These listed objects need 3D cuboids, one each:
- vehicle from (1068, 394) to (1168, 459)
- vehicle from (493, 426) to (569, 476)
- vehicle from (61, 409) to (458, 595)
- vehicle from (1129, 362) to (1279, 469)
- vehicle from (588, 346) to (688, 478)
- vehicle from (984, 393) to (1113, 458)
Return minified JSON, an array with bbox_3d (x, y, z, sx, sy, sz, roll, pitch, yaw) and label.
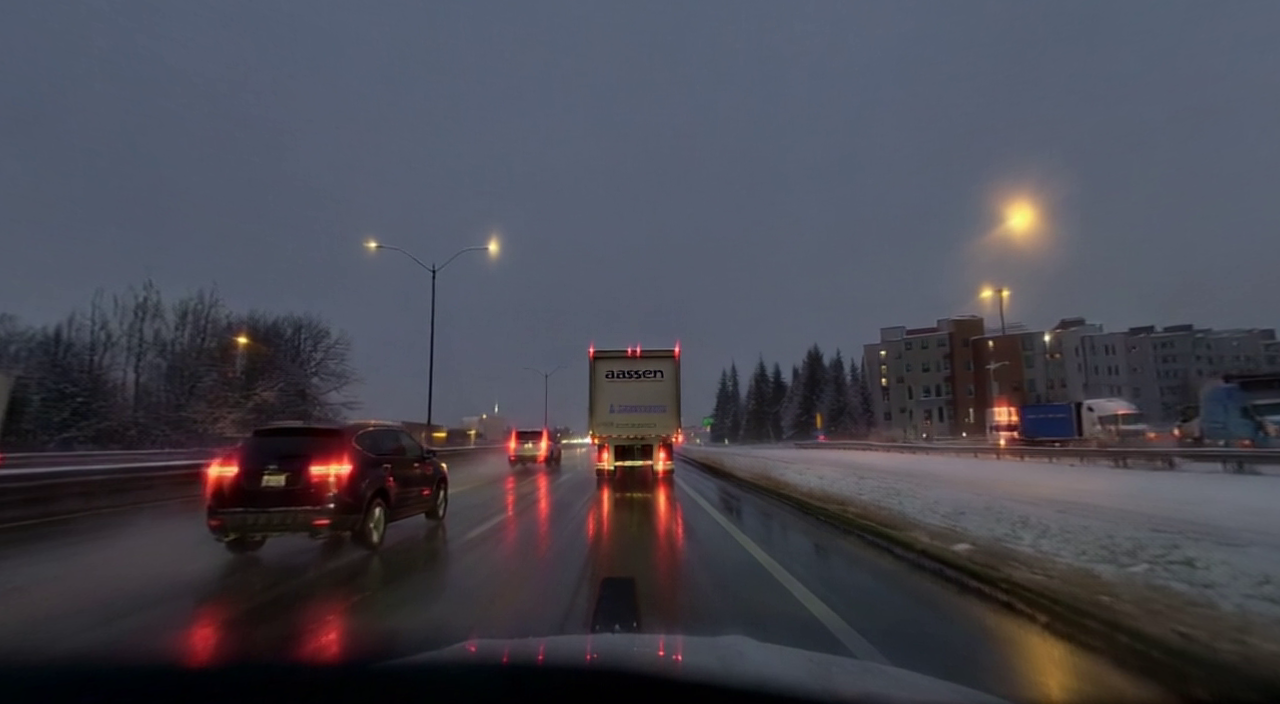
[{"bbox_3d":[19.584,3.081,25.909,1.658,2.523,2.851,0,-8,-1],"label":"vehicle"},{"bbox_3d":[-3.710,3.440,22.127,1.946,1.599,4.073,0,-8,0],"label":"vehicle"},{"bbox_3d":[-3.771,1.527,7.405,1.964,1.507,4.361,0,-8,0],"label":"vehicle"},{"bbox_3d":[19.389,2.141,20.276,2.443,3.006,5.844,0,-8,0],"label":"vehicle"},{"bbox_3d":[-0.115,2.616,25.609,3.171,4.204,11.036,0,-8,-1],"label":"vehicle"},{"bbox_3d":[18.950,3.484,29.613,2.432,2.753,5.388,0,-8,1],"label":"vehicle"}]
